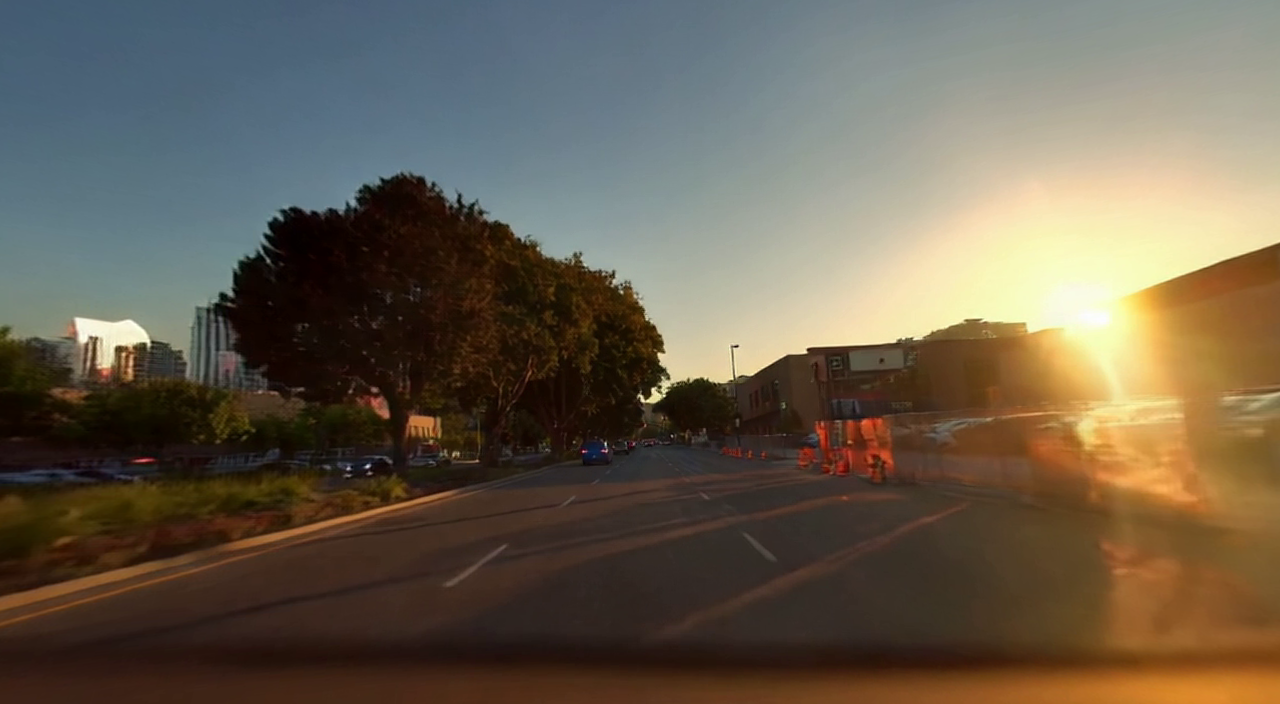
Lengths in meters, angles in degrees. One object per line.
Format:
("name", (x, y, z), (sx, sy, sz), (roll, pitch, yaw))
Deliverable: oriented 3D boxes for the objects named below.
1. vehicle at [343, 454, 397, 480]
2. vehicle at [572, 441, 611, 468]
("vehicle", (-18.120, 7.704, 42.484), (1.948, 1.535, 4.600), (0, -8, -5))
("vehicle", (-2.763, 5.965, 36.799), (1.926, 1.442, 4.231), (0, -8, 1))
